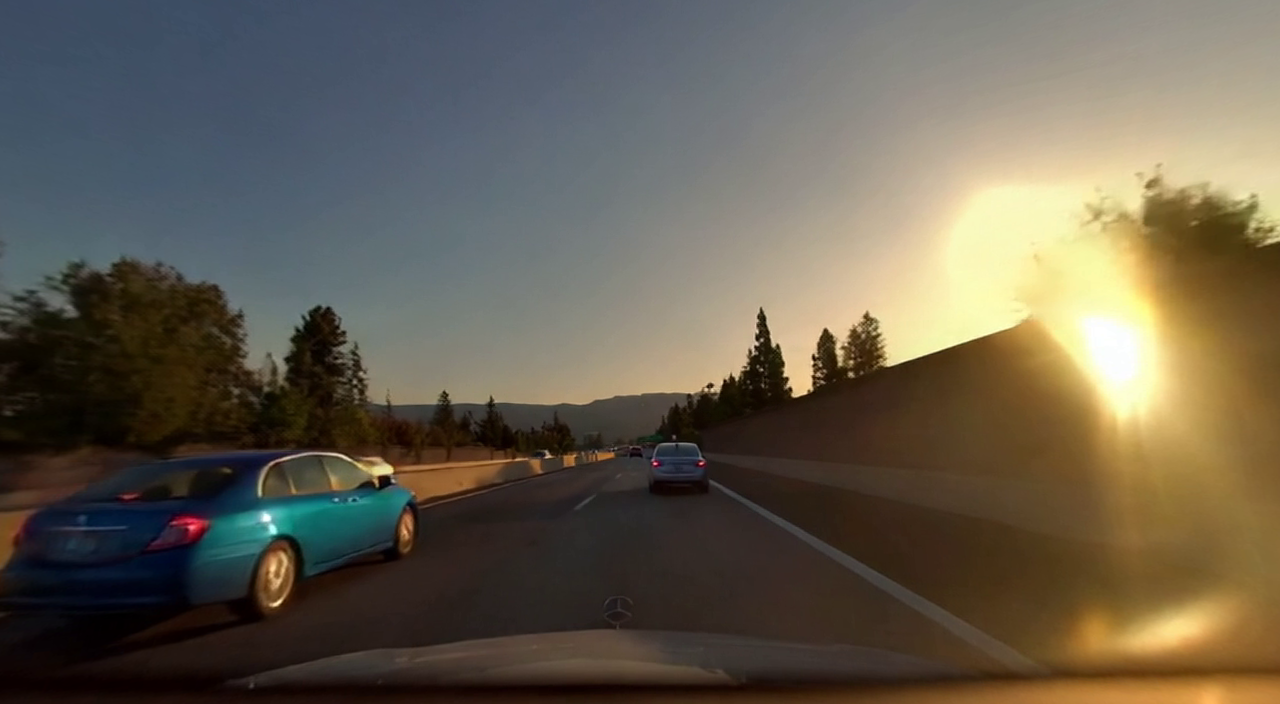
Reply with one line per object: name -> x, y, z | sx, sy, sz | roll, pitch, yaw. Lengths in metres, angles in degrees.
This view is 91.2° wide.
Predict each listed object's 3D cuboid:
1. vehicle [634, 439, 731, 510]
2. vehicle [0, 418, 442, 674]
vehicle -> 0.929, 3.043, 16.059 | 2.021, 1.533, 4.014 | 0, -9, -3
vehicle -> -3.485, 1.538, 6.109 | 2.083, 1.548, 4.251 | 0, -9, -5
